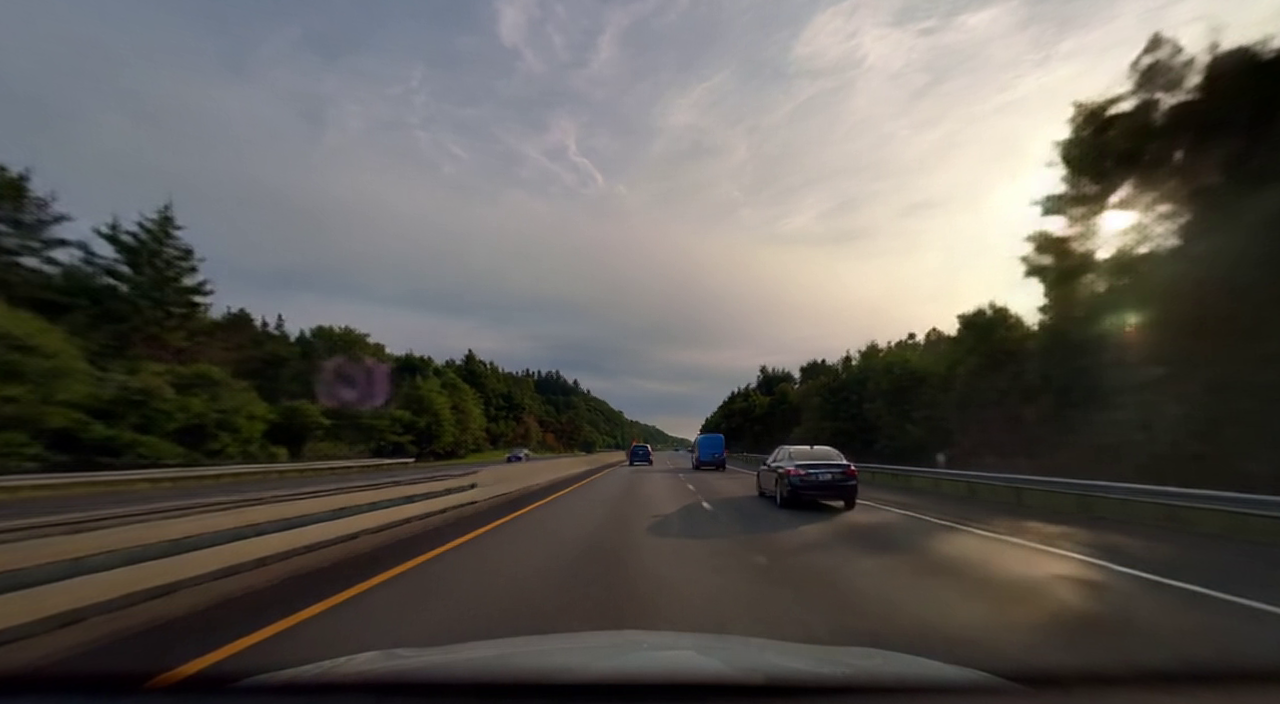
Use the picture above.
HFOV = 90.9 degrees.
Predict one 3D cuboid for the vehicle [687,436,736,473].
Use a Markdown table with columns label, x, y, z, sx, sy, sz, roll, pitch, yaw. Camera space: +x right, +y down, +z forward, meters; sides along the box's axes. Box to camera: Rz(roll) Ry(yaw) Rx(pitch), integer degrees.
| label | x | y | z | sx | sy | sz | roll | pitch | yaw |
| --- | --- | --- | --- | --- | --- | --- | --- | --- | --- |
| vehicle | 4.188 | 6.134 | 37.924 | 2.371 | 2.045 | 4.768 | 0 | -9 | 0 |

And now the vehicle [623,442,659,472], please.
| label | x | y | z | sx | sy | sz | roll | pitch | yaw |
| --- | --- | --- | --- | --- | --- | --- | --- | --- | --- |
| vehicle | 0.103 | 6.323 | 38.197 | 2.087 | 1.707 | 4.316 | 0 | -9 | 2 |

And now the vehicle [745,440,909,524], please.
| label | x | y | z | sx | sy | sz | roll | pitch | yaw |
| --- | --- | --- | --- | --- | --- | --- | --- | --- | --- |
| vehicle | 3.665 | 2.646 | 13.466 | 2.043 | 1.431 | 4.922 | 0 | -9 | 0 |
